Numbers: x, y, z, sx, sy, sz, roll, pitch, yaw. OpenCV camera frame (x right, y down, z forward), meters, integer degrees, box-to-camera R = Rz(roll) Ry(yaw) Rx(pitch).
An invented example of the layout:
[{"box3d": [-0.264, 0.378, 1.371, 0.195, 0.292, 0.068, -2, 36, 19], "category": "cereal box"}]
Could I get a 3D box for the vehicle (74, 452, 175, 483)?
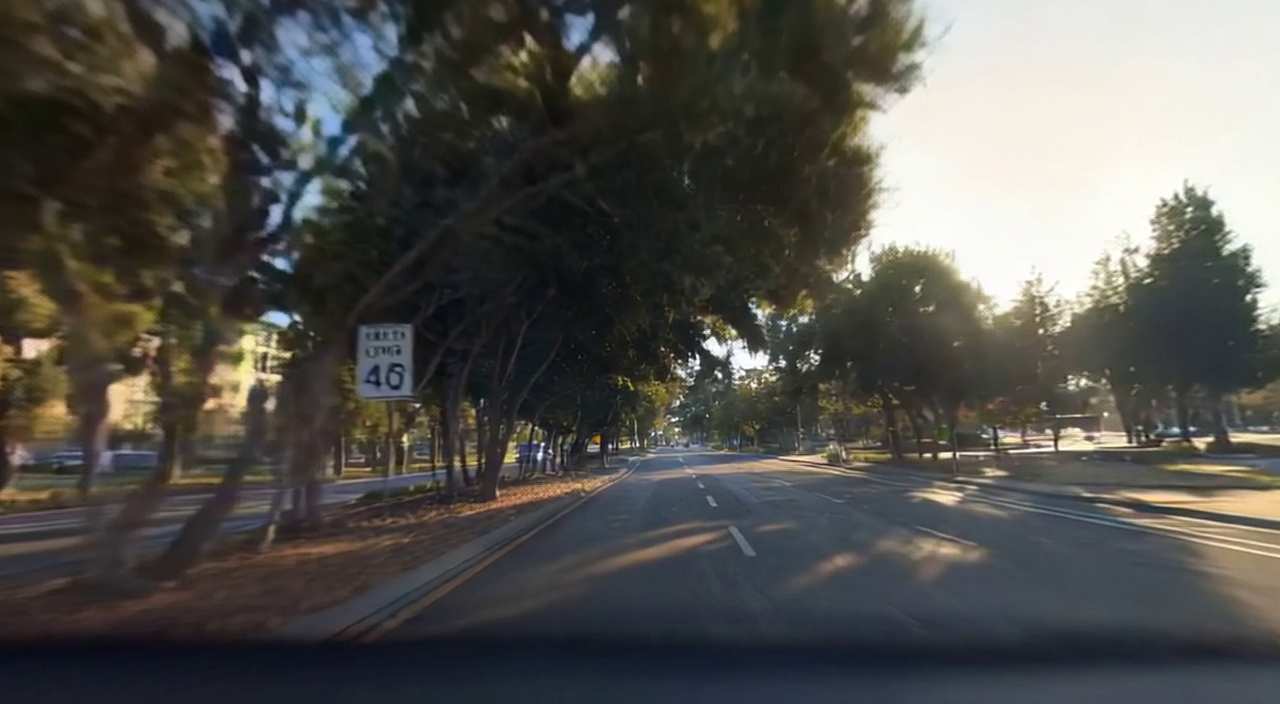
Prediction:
[{"box3d": [-26.227, 5.871, 32.142, 3.651, 1.453, 1.643, -1, -8, 1], "category": "vehicle"}]
